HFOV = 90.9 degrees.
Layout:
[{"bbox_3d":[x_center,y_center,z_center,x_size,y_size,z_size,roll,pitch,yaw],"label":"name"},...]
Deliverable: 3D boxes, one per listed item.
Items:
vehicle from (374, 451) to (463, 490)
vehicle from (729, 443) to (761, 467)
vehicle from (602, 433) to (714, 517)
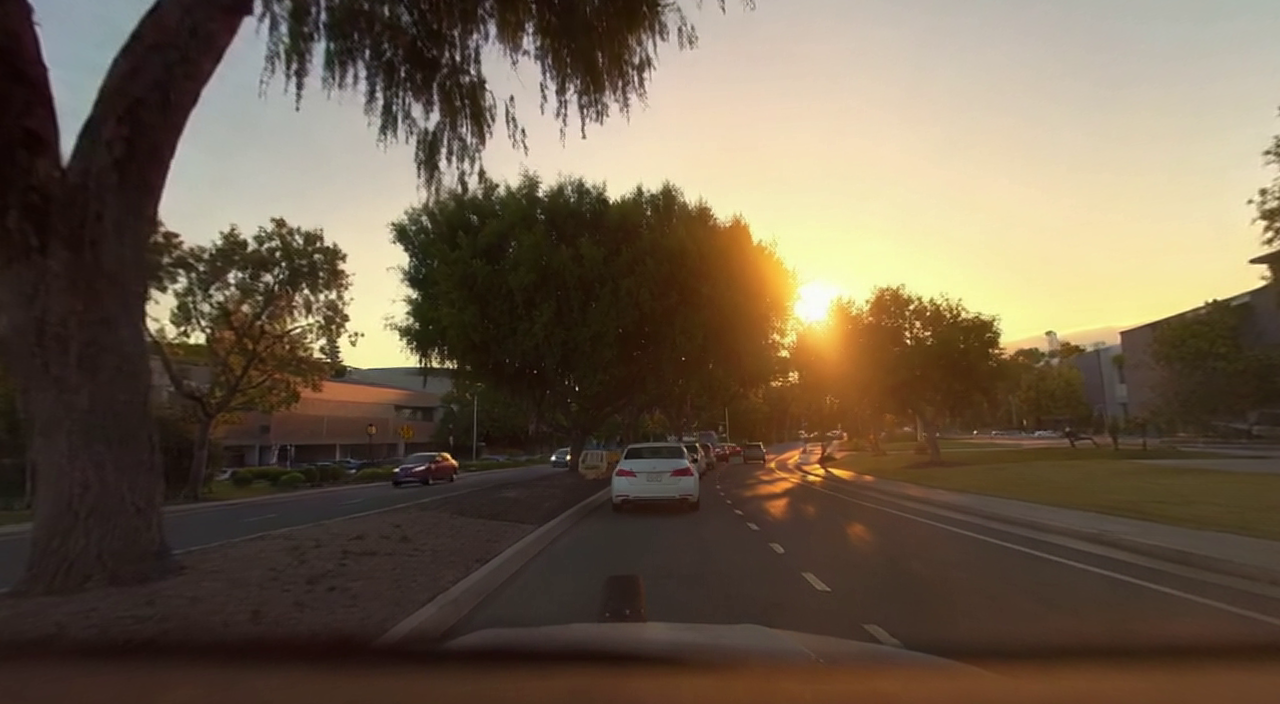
[{"bbox_3d":[-9.488,5.105,27.491,1.909,1.468,4.597,-1,-8,5],"label":"vehicle"},{"bbox_3d":[7.076,6.964,42.737,1.984,1.507,4.359,-1,-8,7],"label":"vehicle"},{"bbox_3d":[0.466,2.662,14.138,2.154,1.585,3.997,-1,-8,4],"label":"vehicle"}]
